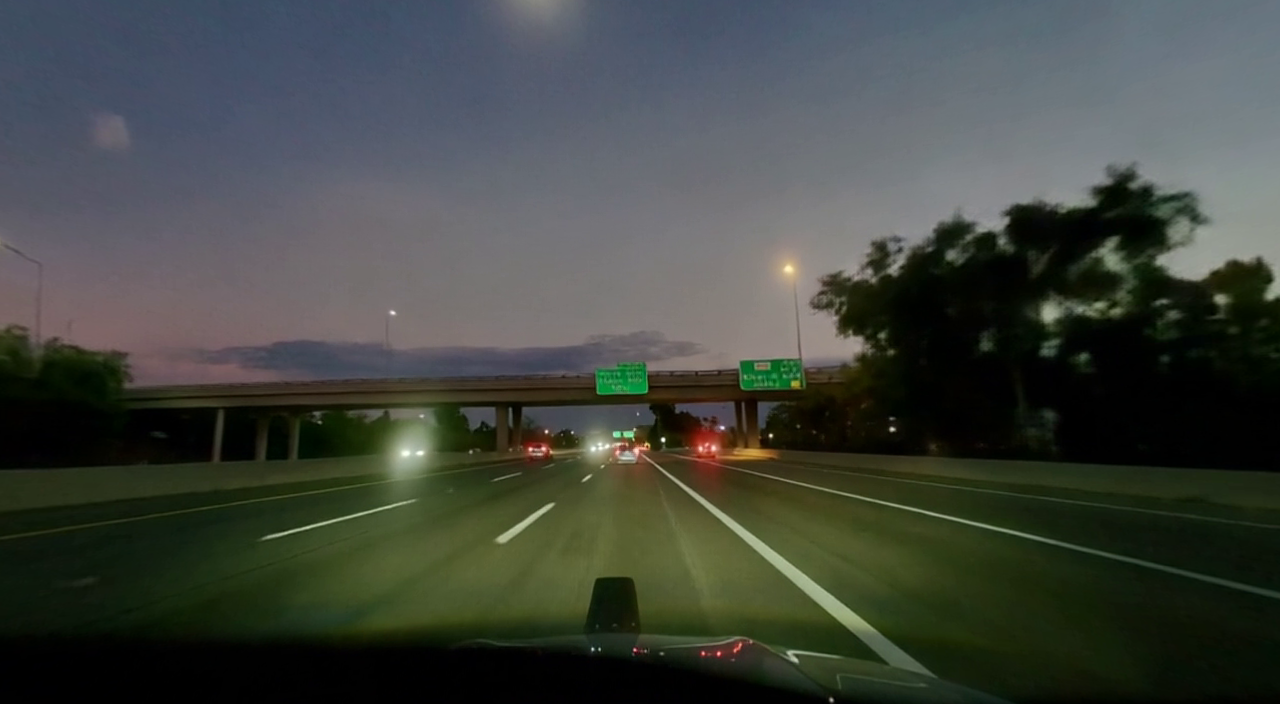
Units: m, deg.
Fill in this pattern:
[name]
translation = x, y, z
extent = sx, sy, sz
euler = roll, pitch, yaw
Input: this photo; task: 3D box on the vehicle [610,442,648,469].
[vehicle]
translation = -0.633, 5.841, 35.843
extent = 2.012, 1.471, 4.059
euler = 0, -8, -1
